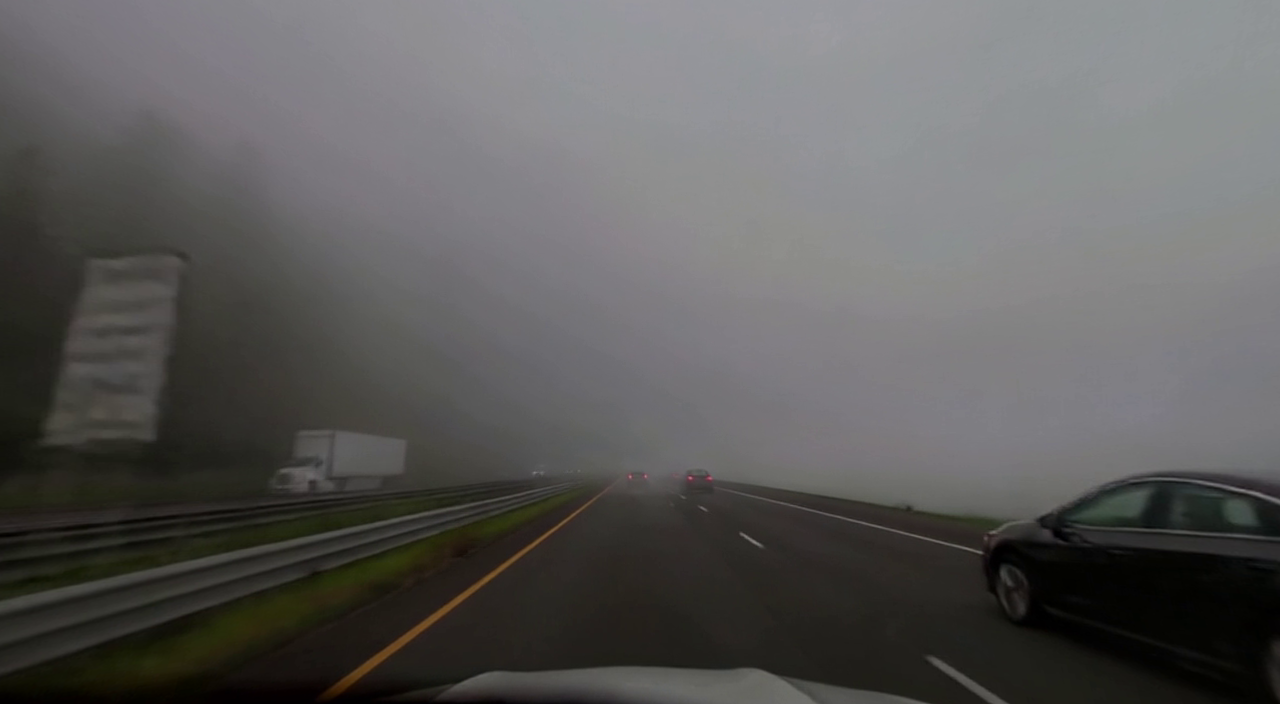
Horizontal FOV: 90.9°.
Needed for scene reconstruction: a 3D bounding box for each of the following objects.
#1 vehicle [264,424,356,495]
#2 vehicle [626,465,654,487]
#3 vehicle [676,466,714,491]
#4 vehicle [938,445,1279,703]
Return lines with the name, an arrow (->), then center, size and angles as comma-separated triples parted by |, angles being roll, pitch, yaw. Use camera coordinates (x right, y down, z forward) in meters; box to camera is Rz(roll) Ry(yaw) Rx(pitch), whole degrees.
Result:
vehicle -> -20.330, 6.760, 39.283 | 2.995, 4.002, 5.843 | 2, -11, -9
vehicle -> -0.019, 9.230, 46.947 | 1.980, 1.483, 3.865 | 1, -11, -1
vehicle -> 3.467, 8.100, 40.499 | 1.976, 1.467, 3.783 | 1, -11, -2
vehicle -> 3.967, 1.303, 3.642 | 2.018, 1.426, 4.941 | 1, -11, -1
